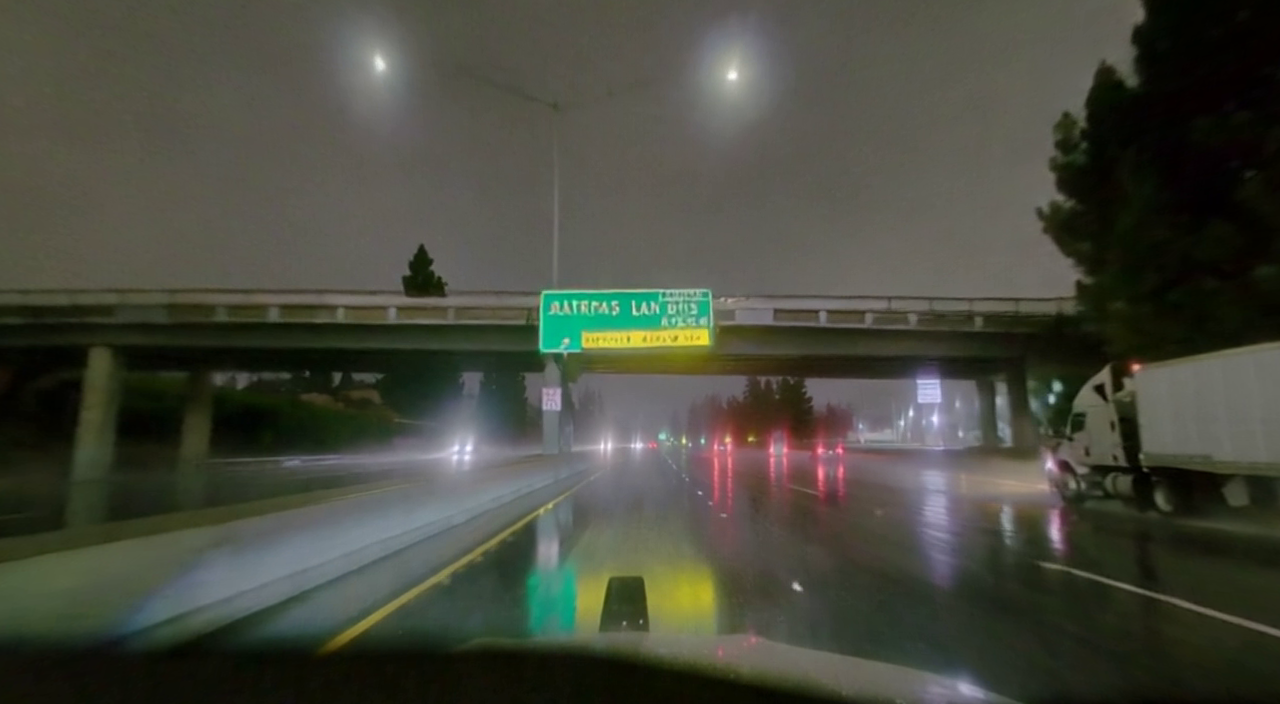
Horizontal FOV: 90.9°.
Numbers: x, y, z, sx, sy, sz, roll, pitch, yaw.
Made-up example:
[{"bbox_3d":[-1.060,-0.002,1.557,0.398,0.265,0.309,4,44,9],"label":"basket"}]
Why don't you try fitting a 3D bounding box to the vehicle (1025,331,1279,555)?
[{"bbox_3d":[10.767,1.379,9.554,2.960,3.207,10.950,0,-8,0],"label":"vehicle"}]
